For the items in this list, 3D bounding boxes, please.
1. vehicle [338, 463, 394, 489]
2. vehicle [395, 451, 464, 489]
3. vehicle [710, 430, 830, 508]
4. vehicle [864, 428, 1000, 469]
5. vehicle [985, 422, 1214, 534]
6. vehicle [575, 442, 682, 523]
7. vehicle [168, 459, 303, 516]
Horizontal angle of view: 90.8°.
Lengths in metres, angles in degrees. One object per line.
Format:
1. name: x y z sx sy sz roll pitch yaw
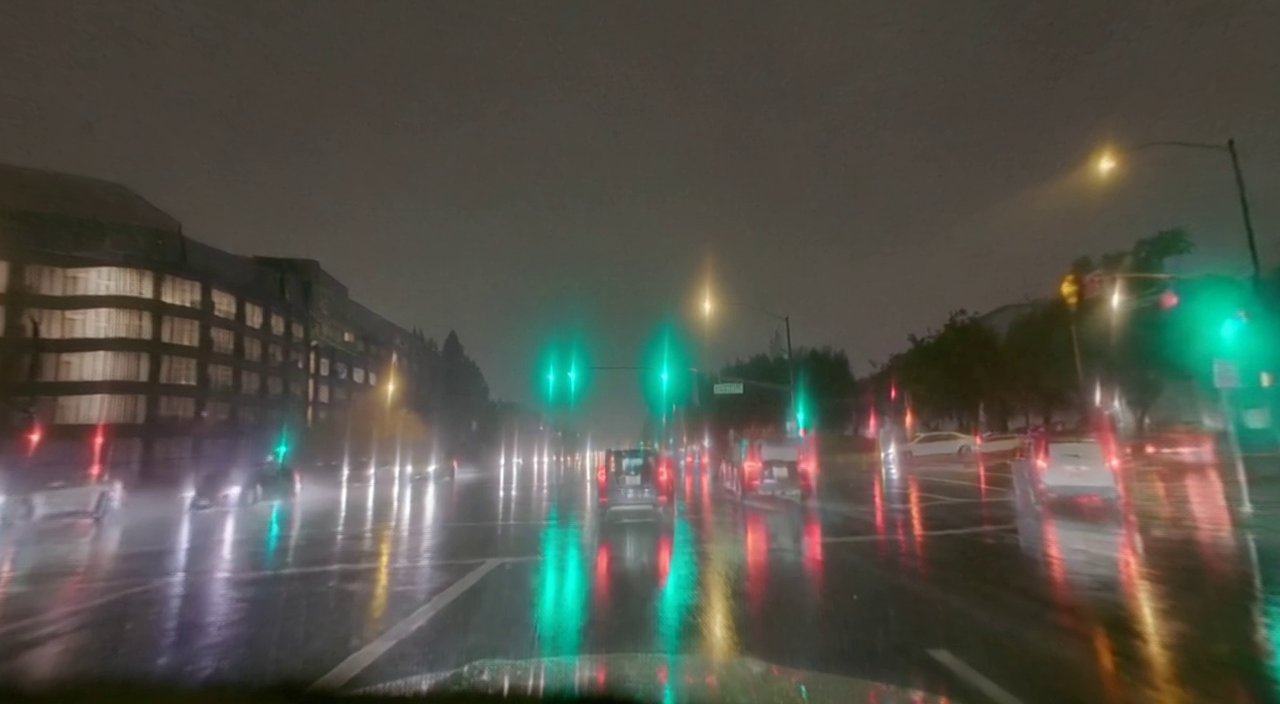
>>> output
1. vehicle: -18.259 8.283 42.307 1.840 1.511 4.229 0 -9 0
2. vehicle: -11.191 6.280 33.974 2.078 1.795 4.636 0 -8 1
3. vehicle: 3.251 3.027 16.861 2.107 1.773 4.557 0 -9 -2
4. vehicle: 15.144 5.085 33.238 6.013 2.030 2.461 -2 -9 12
5. vehicle: 8.575 2.347 12.390 2.039 1.760 4.319 -2 -9 14
6. vehicle: -0.263 2.783 14.056 2.034 1.500 3.966 0 -9 -1
7. vehicle: -14.827 4.946 23.542 1.908 1.797 4.620 0 -9 1
